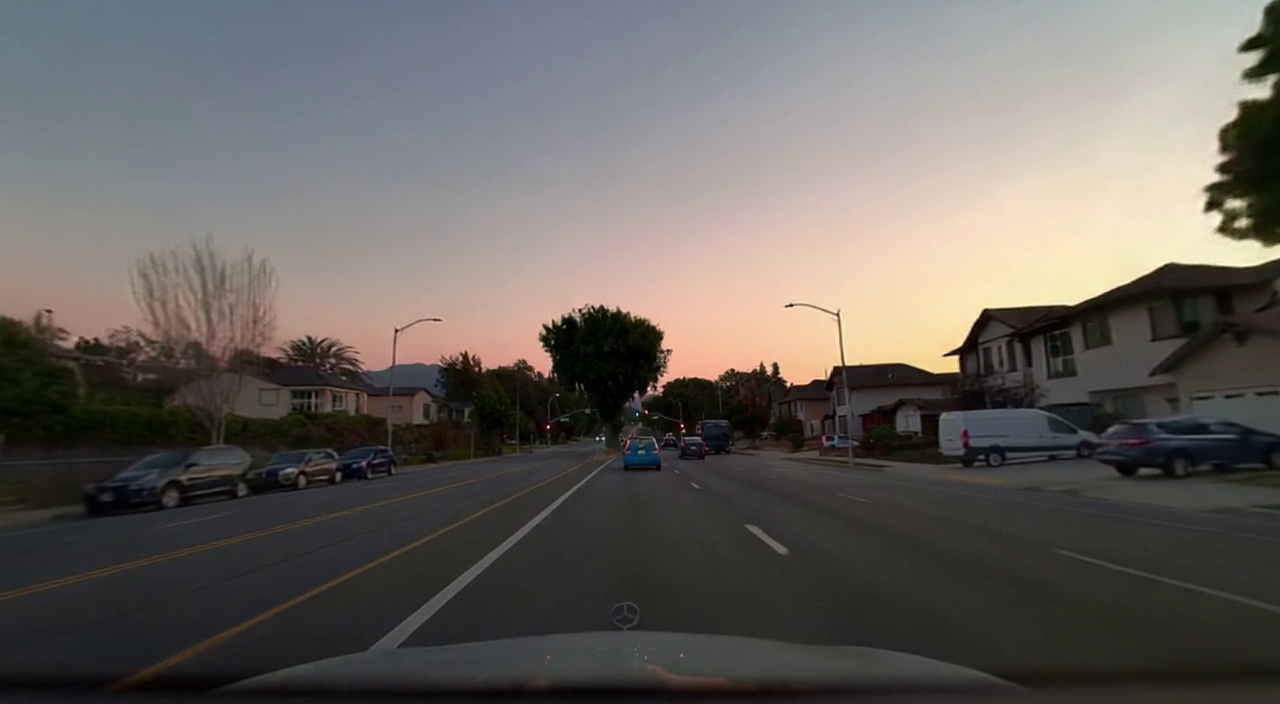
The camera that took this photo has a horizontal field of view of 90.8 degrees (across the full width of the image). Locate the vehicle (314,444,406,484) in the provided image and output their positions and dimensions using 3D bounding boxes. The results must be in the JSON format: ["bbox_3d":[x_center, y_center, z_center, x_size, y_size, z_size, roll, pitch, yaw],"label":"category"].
[{"bbox_3d":[-14.275,5.705,32.643,2.078,1.833,5.666,-1,-8,1],"label":"vehicle"}]

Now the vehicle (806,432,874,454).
[{"bbox_3d":[15.184,6.904,48.139,4.456,1.520,1.911,-1,-8,-2],"label":"vehicle"}]

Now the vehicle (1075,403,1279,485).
[{"bbox_3d":[15.083,2.519,17.461,4.481,1.988,2.065,-2,-8,-1],"label":"vehicle"}]

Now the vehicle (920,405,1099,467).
[{"bbox_3d":[14.742,3.392,25.471,5.696,2.299,2.292,0,-8,-2],"label":"vehicle"}]

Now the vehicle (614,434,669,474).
[{"bbox_3d":[0.027,4.223,26.311,2.093,1.497,4.010,0,-8,-1],"label":"vehicle"}]

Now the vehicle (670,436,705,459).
[{"bbox_3d":[3.387,6.862,45.583,2.161,1.519,4.568,-1,-8,0],"label":"vehicle"}]

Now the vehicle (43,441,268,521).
[{"bbox_3d":[-14.474,3.809,19.593,2.351,2.008,5.971,-1,-8,-1],"label":"vehicle"}]

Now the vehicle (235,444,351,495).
[{"bbox_3d":[-14.489,4.878,26.790,2.140,1.899,4.900,-1,-8,0],"label":"vehicle"}]
